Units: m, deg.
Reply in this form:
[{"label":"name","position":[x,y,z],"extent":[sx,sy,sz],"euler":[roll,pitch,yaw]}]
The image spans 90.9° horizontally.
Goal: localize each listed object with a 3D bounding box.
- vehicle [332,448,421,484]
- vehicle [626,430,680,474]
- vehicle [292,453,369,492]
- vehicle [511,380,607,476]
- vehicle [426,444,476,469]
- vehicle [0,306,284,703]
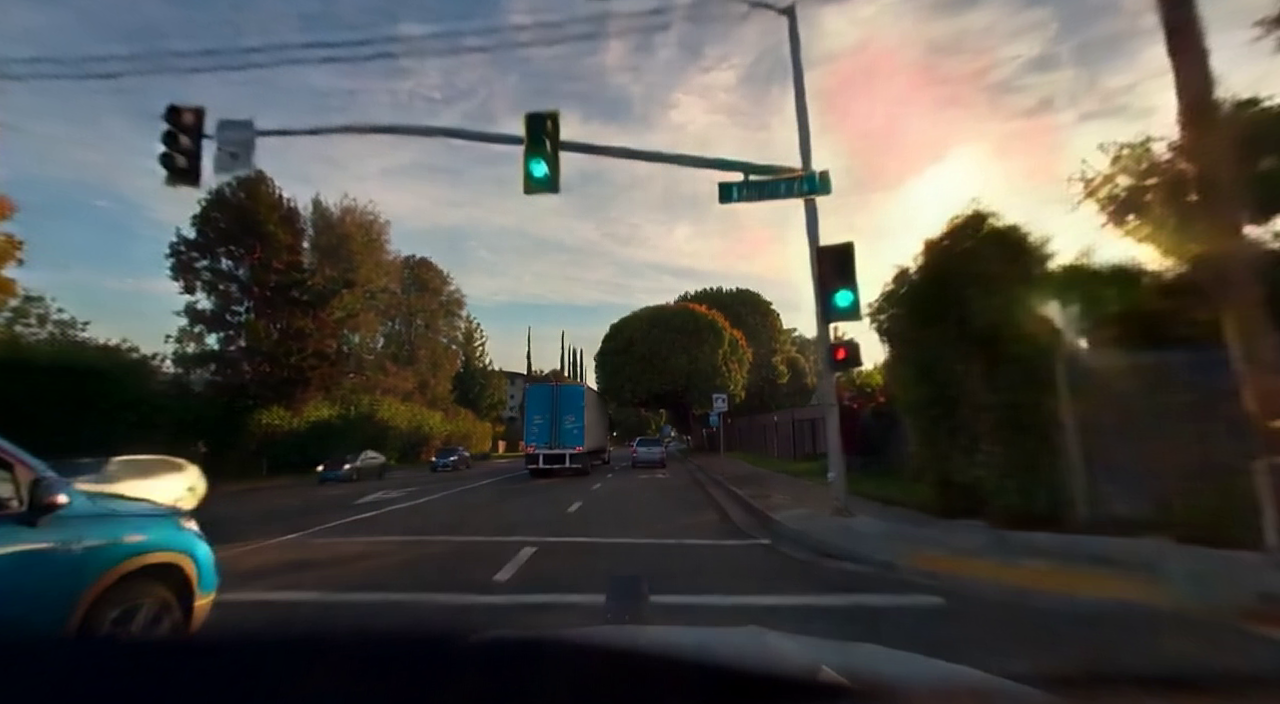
[{"label":"vehicle","position":[-12.008,5.183,29.091],"extent":[2.055,1.489,4.425],"euler":[0,-8,2]},{"label":"vehicle","position":[0.553,4.320,27.400],"extent":[2.174,1.749,4.113],"euler":[0,-8,1]},{"label":"vehicle","position":[-17.358,6.748,35.642],"extent":[2.054,1.935,4.350],"euler":[0,-8,1]},{"label":"vehicle","position":[-3.363,3.585,28.887],"extent":[2.928,3.658,8.980],"euler":[0,-8,2]},{"label":"vehicle","position":[-14.099,7.799,47.324],"extent":[2.123,1.789,4.609],"euler":[0,-8,2]},{"label":"vehicle","position":[-3.308,0.677,1.630],"extent":[2.093,1.832,4.508],"euler":[0,-8,0]}]
